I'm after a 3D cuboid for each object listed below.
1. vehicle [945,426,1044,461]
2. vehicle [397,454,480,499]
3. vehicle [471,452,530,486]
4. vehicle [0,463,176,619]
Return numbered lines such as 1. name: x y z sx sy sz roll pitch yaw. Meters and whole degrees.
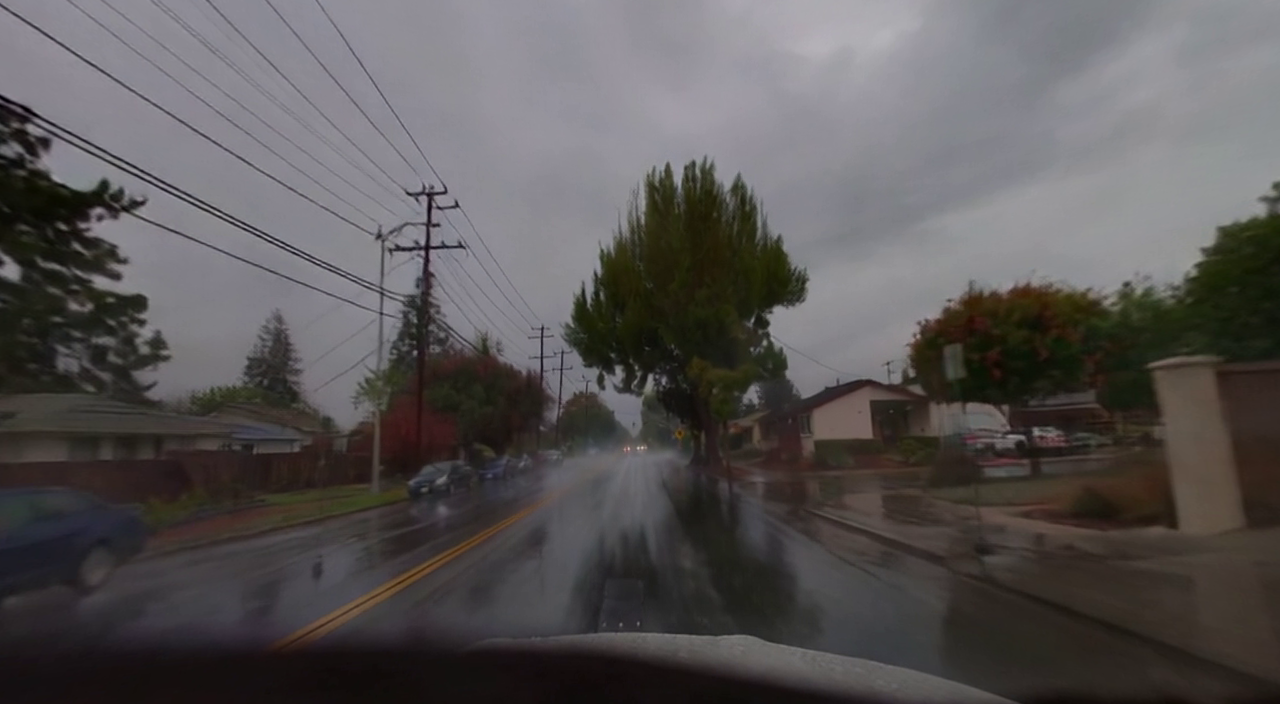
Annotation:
1. vehicle: 17.226 4.485 31.062 1.883 1.498 5.152 -2 -8 0
2. vehicle: -7.667 4.749 24.444 1.949 1.512 3.818 0 -9 -1
3. vehicle: -7.526 6.337 34.539 1.839 1.494 4.757 -8 -9 2
4. vehicle: -7.181 2.025 6.289 1.869 1.442 4.344 -9 -9 -1
